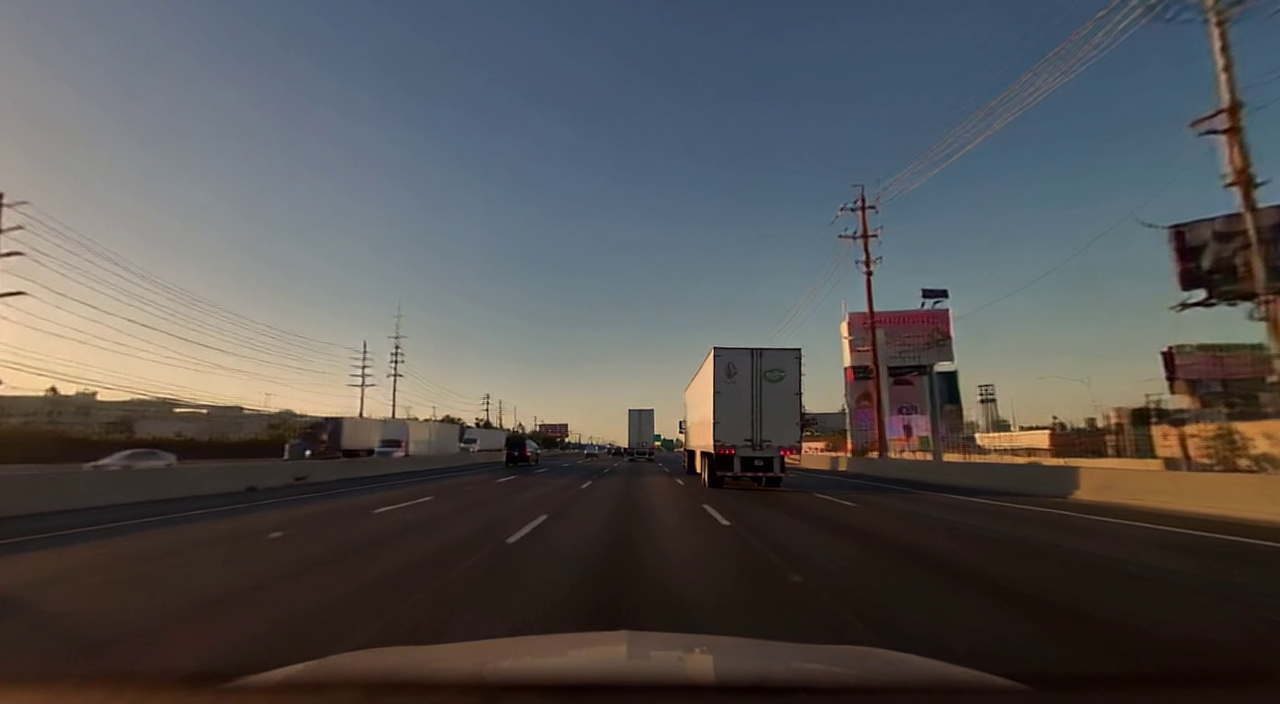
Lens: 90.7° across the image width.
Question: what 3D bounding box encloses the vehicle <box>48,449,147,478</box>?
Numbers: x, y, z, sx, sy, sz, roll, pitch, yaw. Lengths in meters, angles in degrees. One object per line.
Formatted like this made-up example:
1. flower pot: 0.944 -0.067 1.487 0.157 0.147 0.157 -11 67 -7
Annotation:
1. vehicle: -28.450 5.841 33.335 1.830 1.437 3.749 0 -9 0

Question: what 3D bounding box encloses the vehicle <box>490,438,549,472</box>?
1. vehicle: -7.297 6.292 39.011 2.425 1.917 5.647 0 -9 2

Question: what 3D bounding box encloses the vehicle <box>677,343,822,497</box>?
1. vehicle: 3.400 3.054 25.352 2.892 4.152 16.575 0 -9 0
